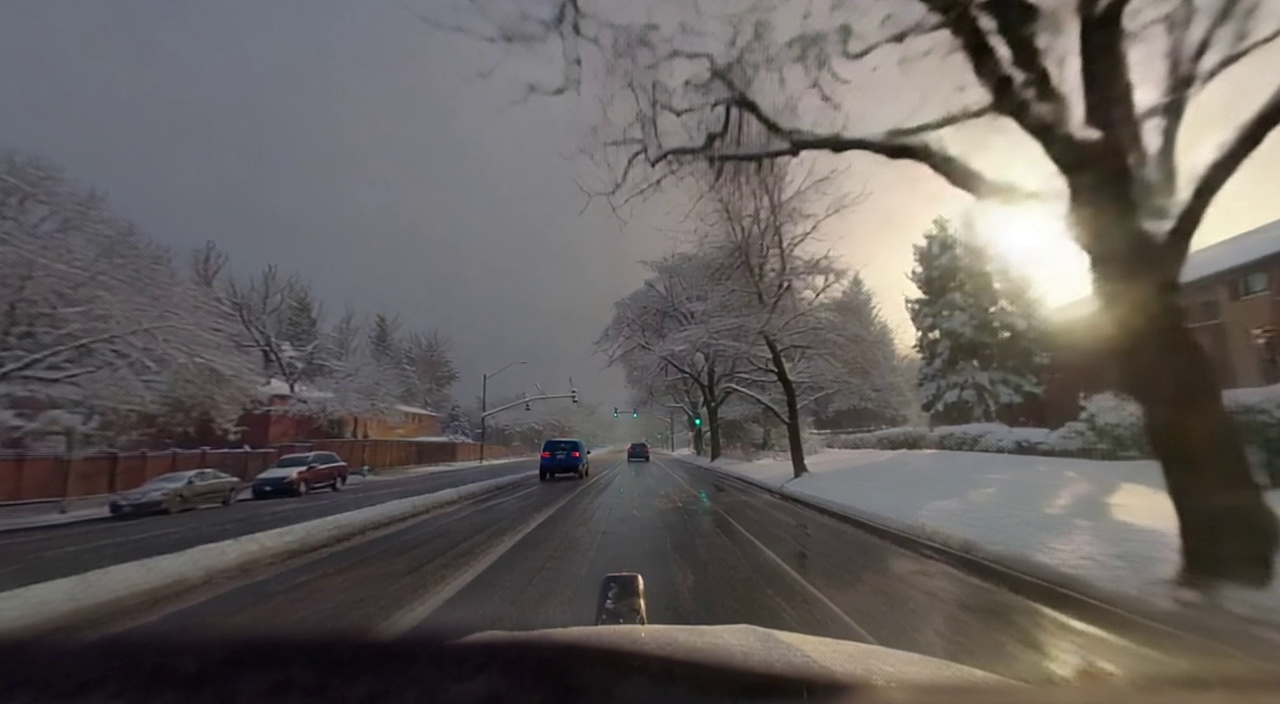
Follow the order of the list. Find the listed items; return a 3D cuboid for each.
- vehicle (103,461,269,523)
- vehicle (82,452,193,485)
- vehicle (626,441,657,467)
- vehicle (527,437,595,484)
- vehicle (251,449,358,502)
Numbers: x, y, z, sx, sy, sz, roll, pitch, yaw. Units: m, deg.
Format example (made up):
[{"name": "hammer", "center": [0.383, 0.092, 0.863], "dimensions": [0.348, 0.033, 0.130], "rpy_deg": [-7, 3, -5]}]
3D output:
[{"name": "vehicle", "center": [-14.278, 4.390, 20.306], "dimensions": [1.880, 1.476, 4.715], "rpy_deg": [-4, -8, 0]}, {"name": "vehicle", "center": [-27.854, 6.465, 35.168], "dimensions": [4.252, 1.708, 2.225], "rpy_deg": [0, -8, 1]}, {"name": "vehicle", "center": [0.052, 7.187, 44.847], "dimensions": [2.088, 1.735, 4.801], "rpy_deg": [0, -8, -1]}, {"name": "vehicle", "center": [-3.133, 4.404, 25.937], "dimensions": [2.097, 1.755, 4.336], "rpy_deg": [0, -8, 2]}, {"name": "vehicle", "center": [-14.097, 5.153, 26.910], "dimensions": [1.996, 1.886, 4.692], "rpy_deg": [-3, -8, 0]}]
